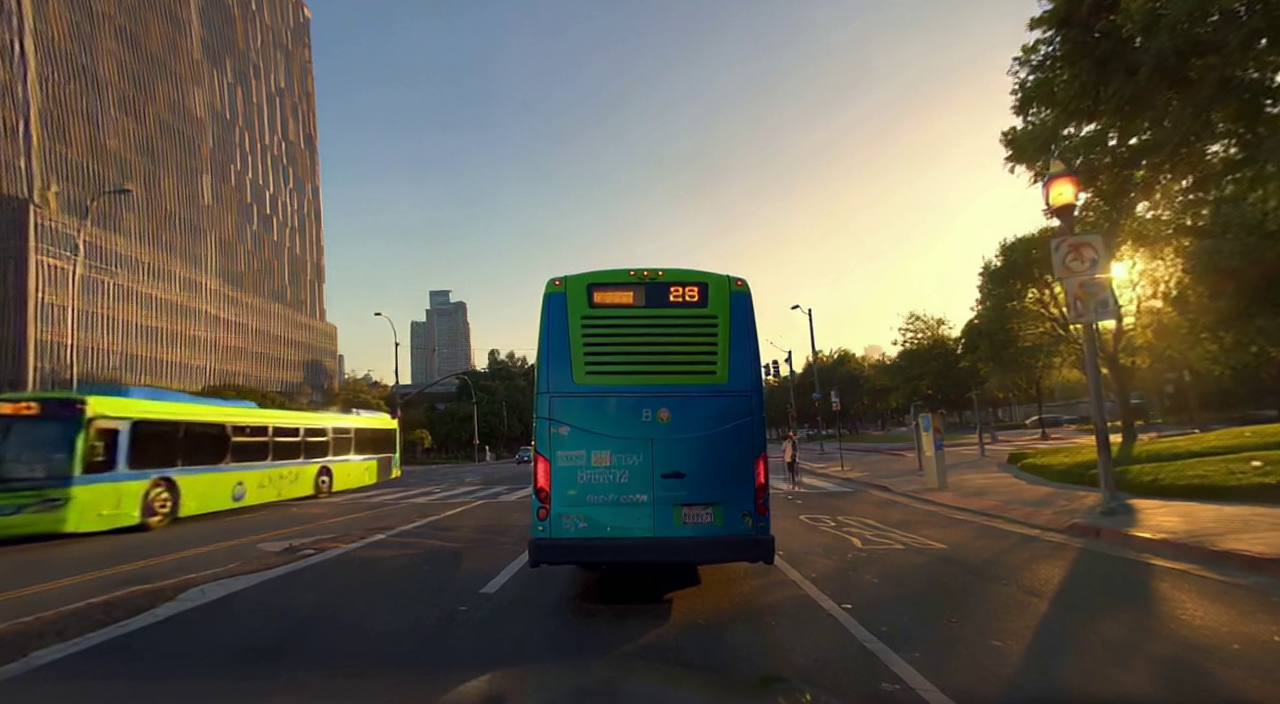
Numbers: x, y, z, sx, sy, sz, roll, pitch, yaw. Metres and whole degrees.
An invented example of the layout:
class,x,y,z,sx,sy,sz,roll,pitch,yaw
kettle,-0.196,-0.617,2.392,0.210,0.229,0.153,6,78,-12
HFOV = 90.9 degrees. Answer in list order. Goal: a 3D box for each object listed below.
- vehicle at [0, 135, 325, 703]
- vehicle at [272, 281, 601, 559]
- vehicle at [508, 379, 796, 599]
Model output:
class,x,y,z,sx,sy,sz,roll,pitch,yaw
vehicle,-2.740,0.319,0.183,2.329,2.089,5.659,0,-9,0
vehicle,-2.898,1.813,14.627,3.042,3.445,13.615,0,-9,0
vehicle,0.136,1.521,7.736,2.500,1.912,4.270,0,-9,1
